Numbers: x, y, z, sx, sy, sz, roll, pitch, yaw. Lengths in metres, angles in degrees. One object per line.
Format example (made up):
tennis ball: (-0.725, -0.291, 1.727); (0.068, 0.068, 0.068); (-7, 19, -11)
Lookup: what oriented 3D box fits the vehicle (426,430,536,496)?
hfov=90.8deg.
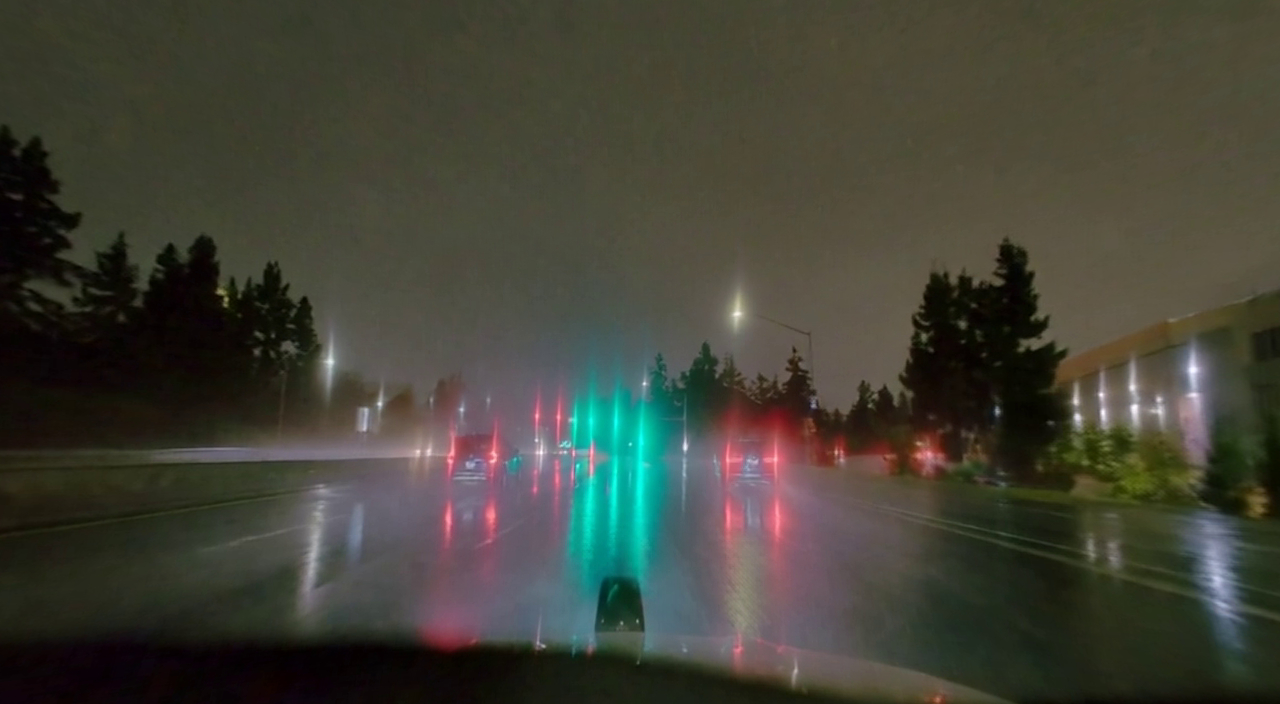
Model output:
vehicle: (-4.726, 3.369, 19.642); (2.176, 1.779, 4.755); (0, -8, 0)

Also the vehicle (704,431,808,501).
vehicle: (3.037, 3.091, 17.548); (1.997, 1.686, 4.247); (0, -8, -1)
